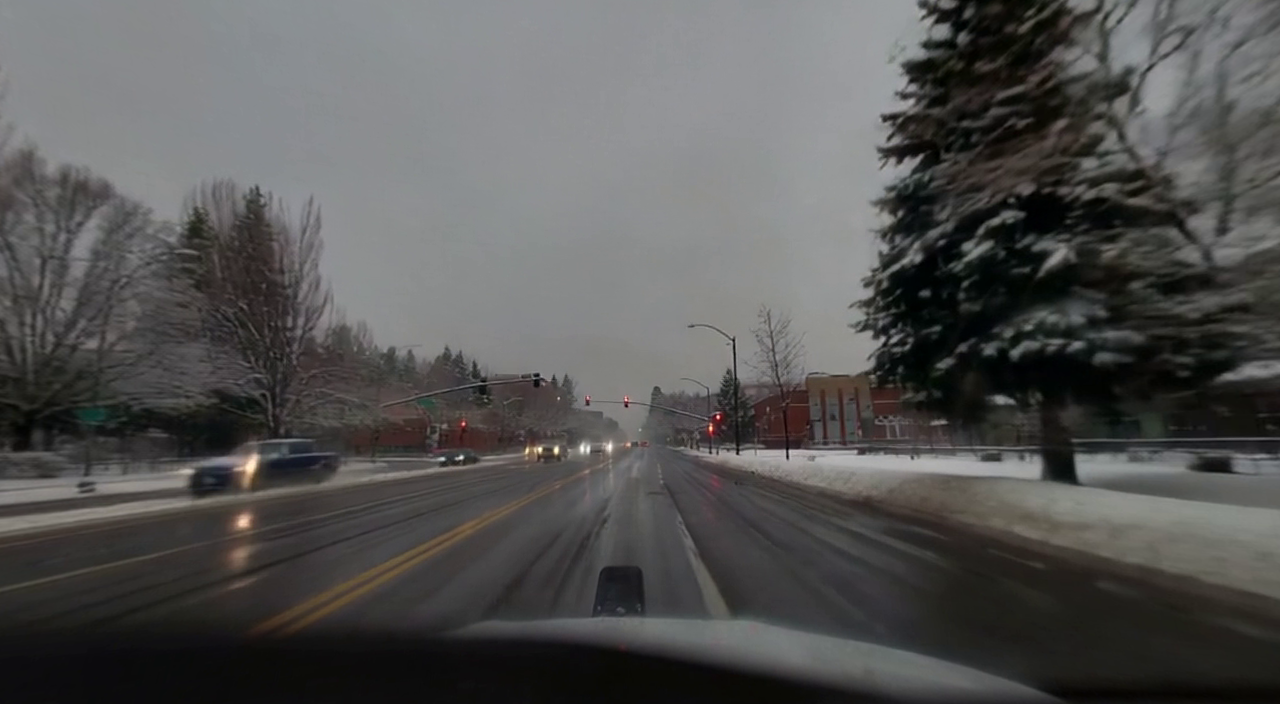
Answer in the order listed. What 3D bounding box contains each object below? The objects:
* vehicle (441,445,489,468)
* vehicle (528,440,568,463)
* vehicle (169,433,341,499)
[{"bbox_3d":[-11.936,7.148,43.438,1.987,1.445,4.482,0,-9,1],"label":"vehicle"},{"bbox_3d":[-7.200,7.832,49.806,2.262,1.708,4.466,-1,-9,2],"label":"vehicle"},{"bbox_3d":[-11.976,3.575,20.252,2.184,1.812,5.245,0,-9,0],"label":"vehicle"}]
